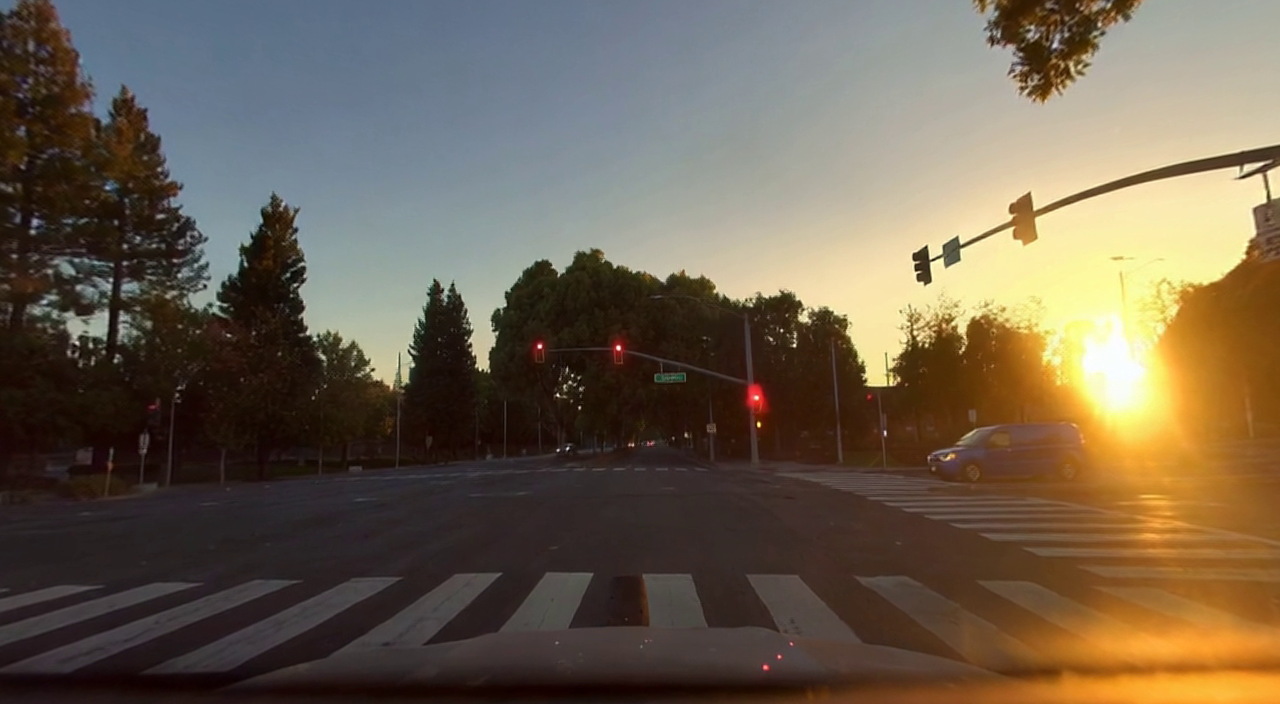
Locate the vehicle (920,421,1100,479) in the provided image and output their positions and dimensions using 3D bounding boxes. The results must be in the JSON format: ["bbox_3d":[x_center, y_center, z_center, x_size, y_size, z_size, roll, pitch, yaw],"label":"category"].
[{"bbox_3d":[12.288,3.287,21.205,4.790,1.798,1.909,0,-8,1],"label":"vehicle"}]
